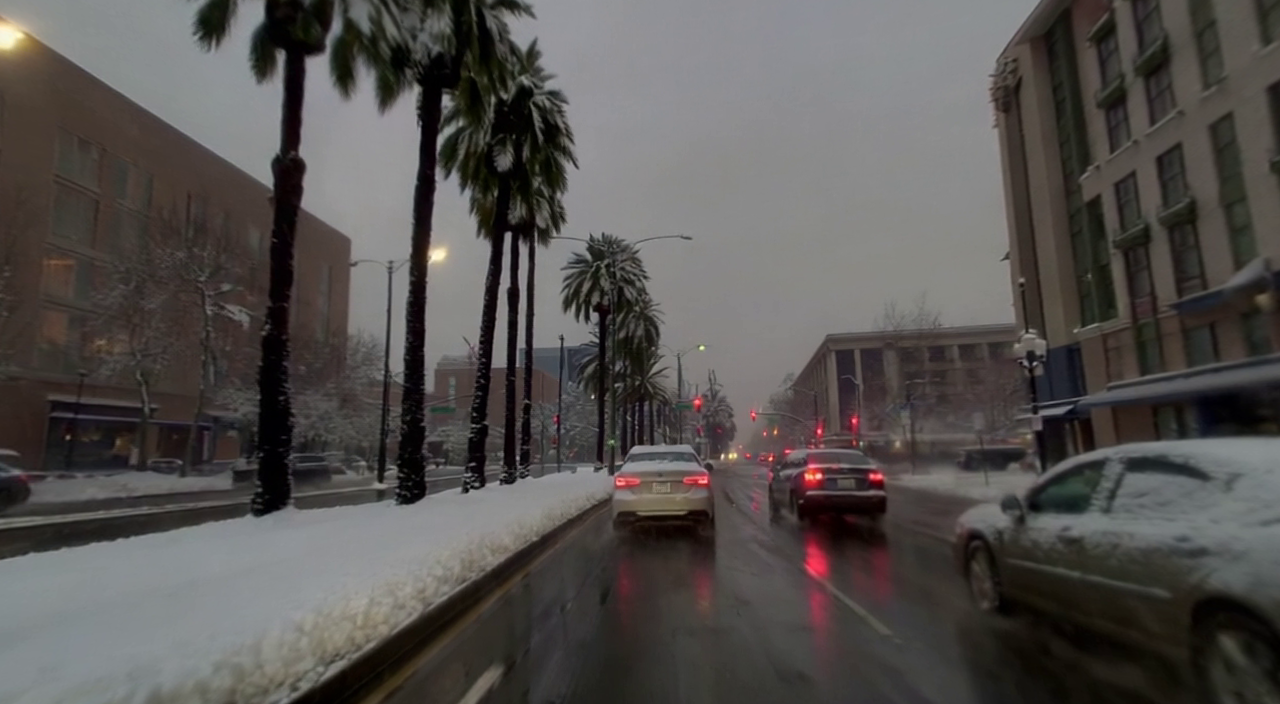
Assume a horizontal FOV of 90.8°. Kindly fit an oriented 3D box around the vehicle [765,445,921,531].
[{"bbox_3d":[4.033,2.736,13.407,1.920,1.490,4.417,0,-9,1],"label":"vehicle"}]

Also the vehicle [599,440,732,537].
[{"bbox_3d":[0.489,2.433,11.833,2.078,1.503,3.681,-1,-9,3],"label":"vehicle"}]

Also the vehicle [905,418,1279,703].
[{"bbox_3d":[3.640,1.265,4.276,1.913,1.469,4.425,-1,-9,2],"label":"vehicle"}]

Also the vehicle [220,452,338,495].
[{"bbox_3d":[-15.644,5.248,27.714,2.078,1.662,4.436,-2,-9,9],"label":"vehicle"}]
